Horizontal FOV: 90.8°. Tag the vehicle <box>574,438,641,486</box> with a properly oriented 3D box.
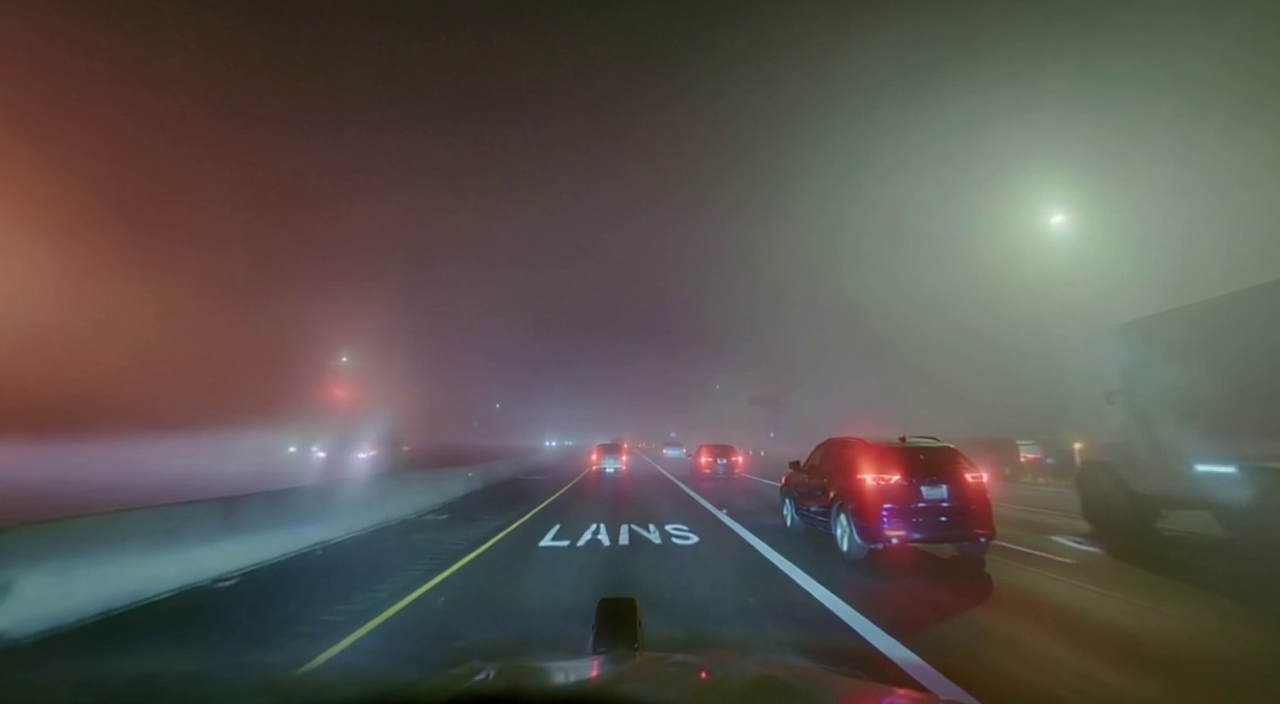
[{"bbox_3d":[-1.049,3.726,21.673,2.069,1.470,4.004,0,-8,-2],"label":"vehicle"}]

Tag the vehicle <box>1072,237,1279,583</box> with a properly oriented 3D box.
[{"bbox_3d":[7.744,0.741,7.777,2.575,3.519,2.984,-1,-8,4],"label":"vehicle"}]

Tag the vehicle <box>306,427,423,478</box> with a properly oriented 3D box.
[{"bbox_3d":[-9.370,3.469,21.944,2.007,1.555,4.466,0,-9,1],"label":"vehicle"}]

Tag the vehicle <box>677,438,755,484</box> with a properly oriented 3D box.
[{"bbox_3d":[2.587,3.843,22.585,2.042,1.460,4.451,0,-8,-2],"label":"vehicle"}]

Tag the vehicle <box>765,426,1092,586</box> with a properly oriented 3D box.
[{"bbox_3d":[3.101,1.738,8.025,1.996,1.455,4.281,0,-8,-2],"label":"vehicle"}]

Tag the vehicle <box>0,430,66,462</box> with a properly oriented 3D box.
[{"bbox_3d":[-32.650,4.865,32.653,1.885,1.550,4.330,0,-8,-2],"label":"vehicle"}]
